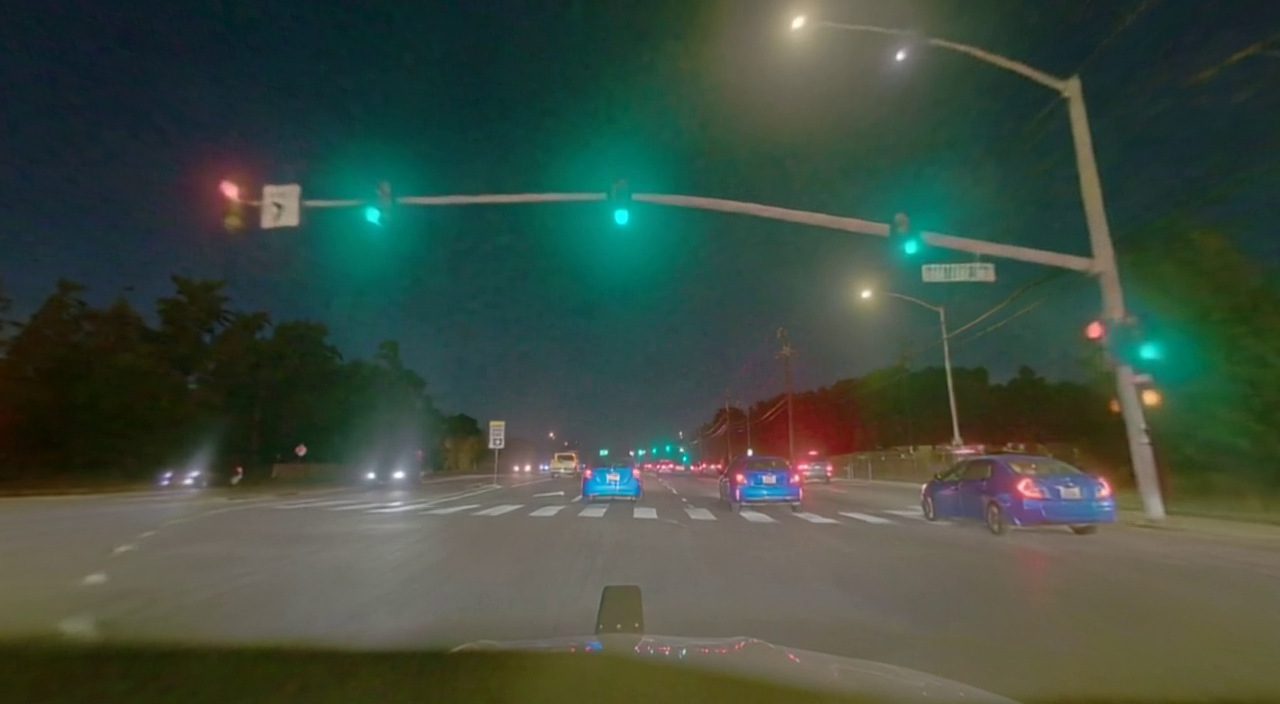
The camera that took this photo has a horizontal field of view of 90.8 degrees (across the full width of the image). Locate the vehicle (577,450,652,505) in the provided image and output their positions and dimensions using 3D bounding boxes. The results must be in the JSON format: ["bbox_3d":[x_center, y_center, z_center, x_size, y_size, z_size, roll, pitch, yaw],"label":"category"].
[{"bbox_3d":[-0.734,3.798,19.595,2.065,1.464,4.216,0,-9,-1],"label":"vehicle"}]

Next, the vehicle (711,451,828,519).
[{"bbox_3d":[3.236,3.407,16.784,2.053,1.490,4.464,0,-9,-1],"label":"vehicle"}]

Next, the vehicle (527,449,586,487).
[{"bbox_3d":[-3.727,5.287,29.123,2.073,1.606,4.364,0,-9,1],"label":"vehicle"}]

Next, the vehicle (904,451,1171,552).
[{"bbox_3d":[6.901,2.592,11.734,2.004,1.455,4.417,0,-9,-1],"label":"vehicle"}]

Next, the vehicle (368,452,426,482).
[{"bbox_3d":[-16.405,7.752,42.909,2.064,1.827,4.647,0,-9,1],"label":"vehicle"}]

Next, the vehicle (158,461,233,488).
[{"bbox_3d":[-27.489,7.575,39.208,1.859,1.482,3.717,0,-9,2],"label":"vehicle"}]
